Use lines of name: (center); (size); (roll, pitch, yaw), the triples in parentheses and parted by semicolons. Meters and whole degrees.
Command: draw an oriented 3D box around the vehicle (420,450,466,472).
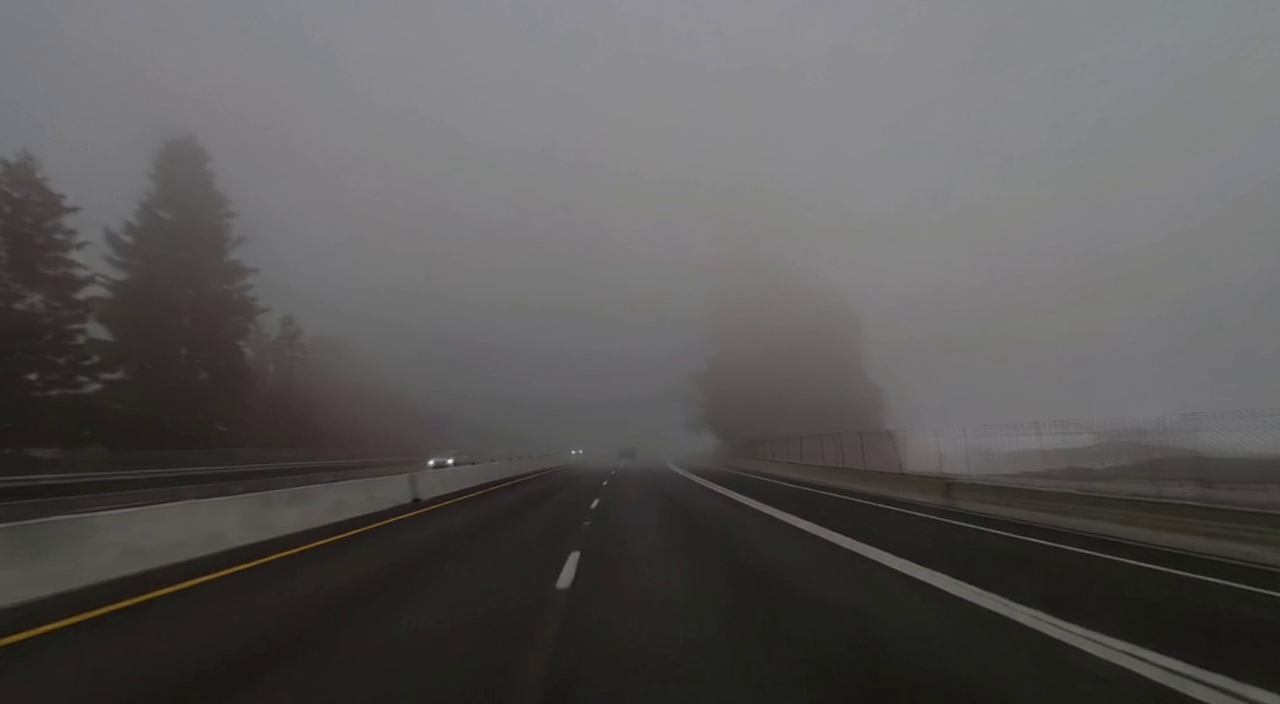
vehicle: (-14.638, 8.098, 46.956); (1.950, 1.472, 4.638); (-1, -9, 1)
